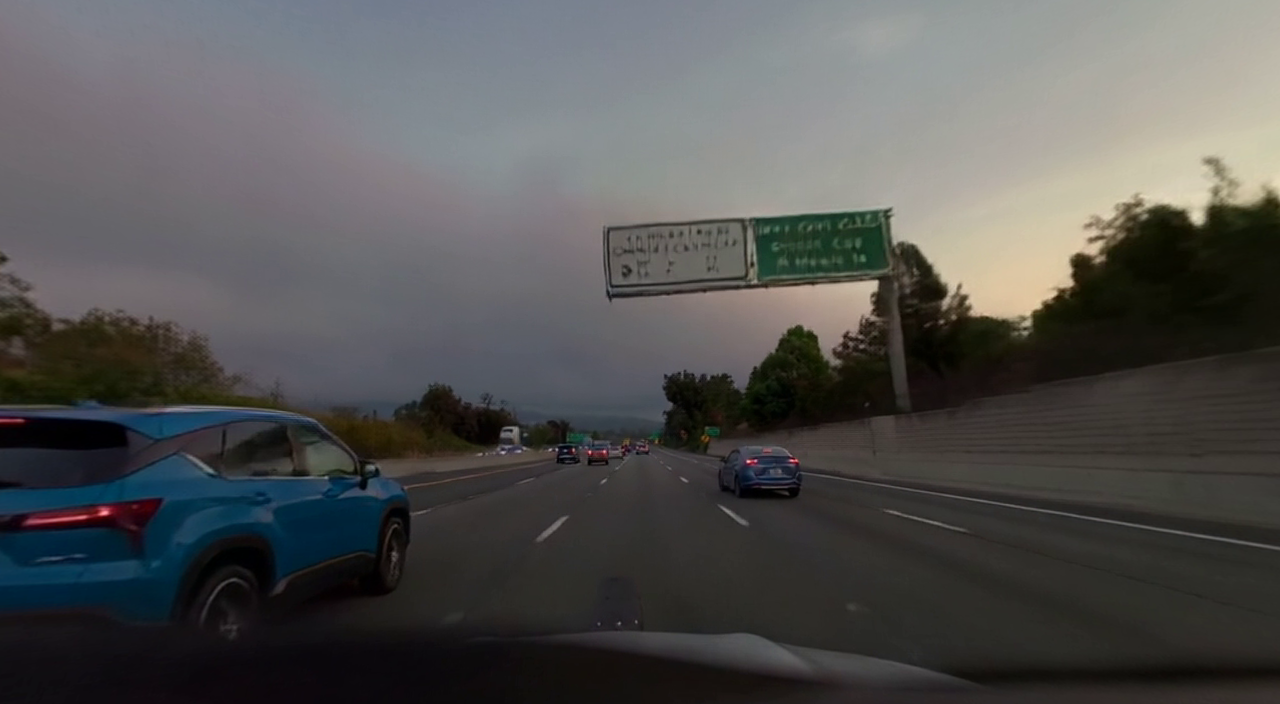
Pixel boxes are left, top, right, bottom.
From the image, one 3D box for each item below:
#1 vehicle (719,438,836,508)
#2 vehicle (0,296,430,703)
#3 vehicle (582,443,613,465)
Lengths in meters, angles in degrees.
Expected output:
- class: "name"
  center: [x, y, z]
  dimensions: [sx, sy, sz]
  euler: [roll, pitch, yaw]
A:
- class: "vehicle"
  center: [3.255, 2.959, 15.860]
  dimensions: [1.979, 1.486, 4.125]
  euler: [0, -9, -1]
- class: "vehicle"
  center: [-3.156, 0.974, 3.894]
  dimensions: [2.137, 1.756, 4.453]
  euler: [0, -8, 0]
- class: "vehicle"
  center: [-3.160, 7.748, 47.789]
  dimensions: [2.030, 1.563, 4.389]
  euler: [0, -9, 0]
